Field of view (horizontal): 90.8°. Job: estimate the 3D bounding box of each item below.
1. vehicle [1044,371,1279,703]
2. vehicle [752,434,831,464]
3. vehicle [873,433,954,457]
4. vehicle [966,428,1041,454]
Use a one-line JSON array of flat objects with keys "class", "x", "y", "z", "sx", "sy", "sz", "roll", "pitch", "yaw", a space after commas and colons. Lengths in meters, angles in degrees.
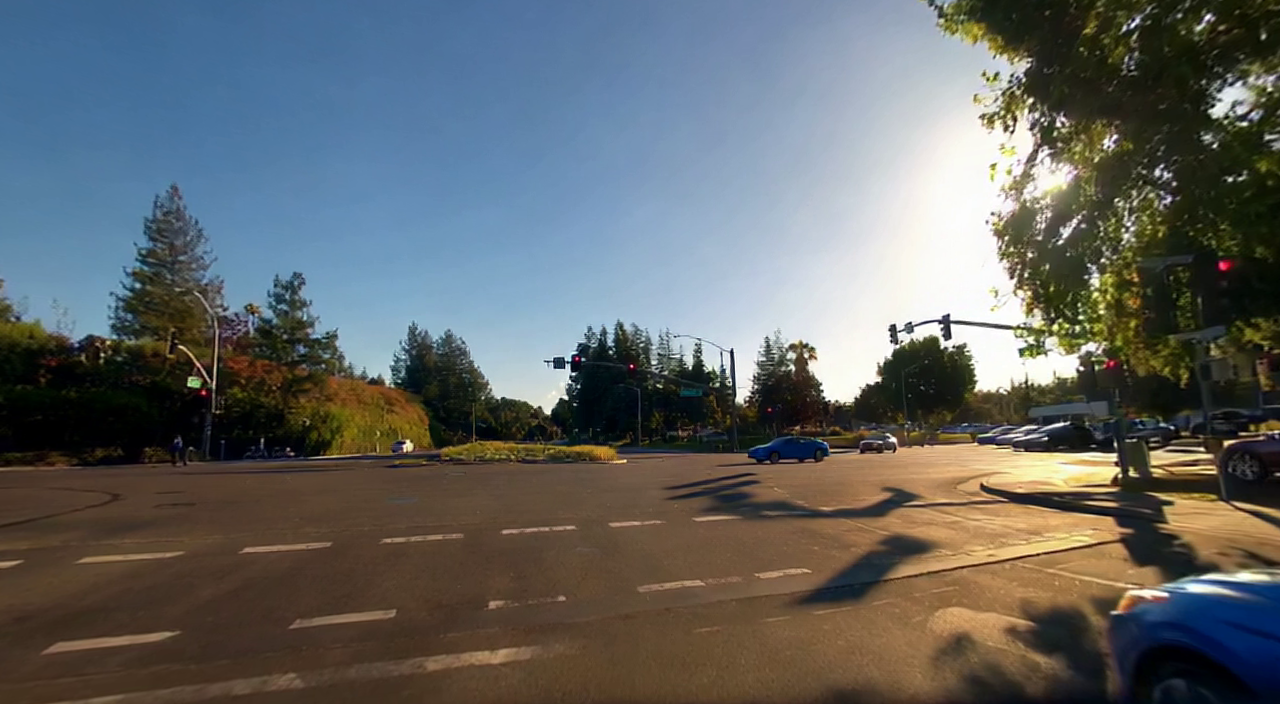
[{"class": "vehicle", "x": 3.144, "y": 0.628, "z": 0.625, "sx": 2.017, "sy": 1.559, "sz": 5.132, "roll": 0, "pitch": -9, "yaw": -1}, {"class": "vehicle", "x": 8.050, "y": 5.165, "z": 33.593, "sx": 3.896, "sy": 1.500, "sz": 1.740, "roll": 5, "pitch": -10, "yaw": -30}, {"class": "vehicle", "x": 18.645, "y": 6.328, "z": 43.014, "sx": 5.234, "sy": 1.549, "sz": 1.982, "roll": 4, "pitch": -9, "yaw": -24}, {"class": "vehicle", "x": 26.858, "y": 6.614, "z": 46.670, "sx": 5.032, "sy": 1.828, "sz": 2.183, "roll": 4, "pitch": -9, "yaw": -24}]
